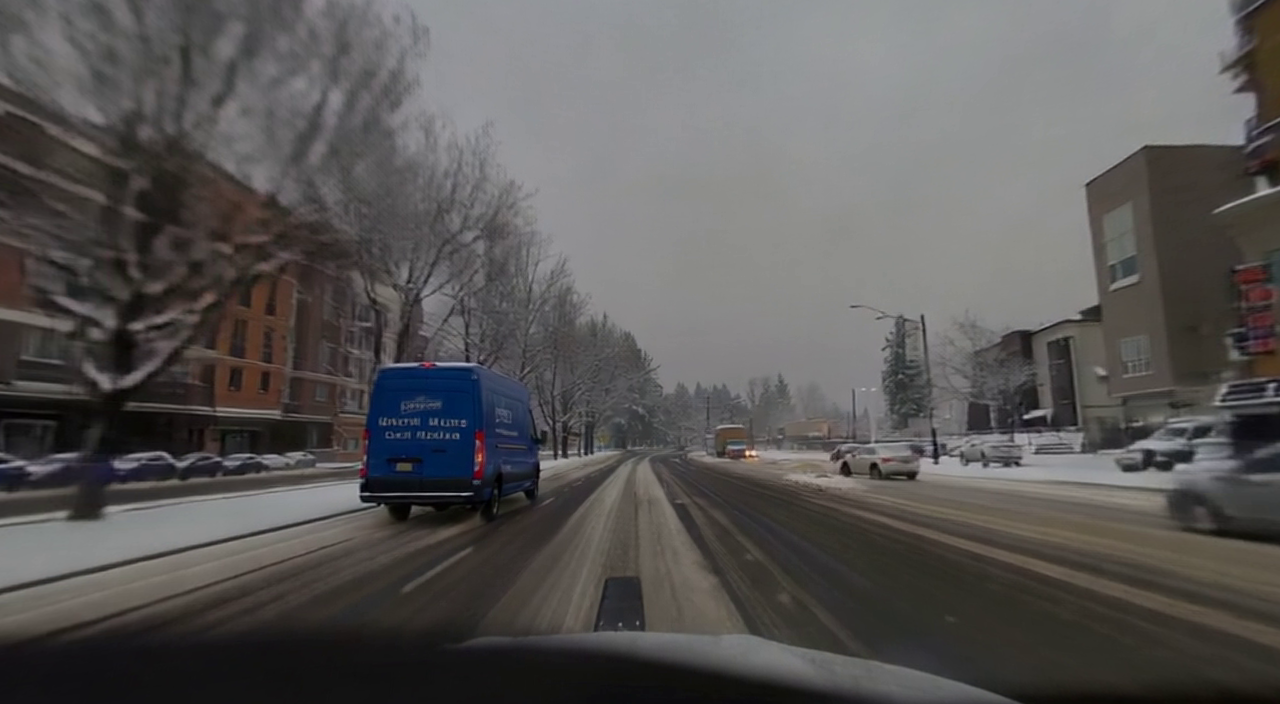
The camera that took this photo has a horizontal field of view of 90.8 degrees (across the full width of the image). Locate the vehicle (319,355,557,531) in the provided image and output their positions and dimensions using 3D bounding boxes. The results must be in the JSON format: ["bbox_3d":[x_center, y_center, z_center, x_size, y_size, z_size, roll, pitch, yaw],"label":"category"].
[{"bbox_3d":[-3.924,2.061,14.549,2.763,2.974,7.562,0,-8,2],"label":"vehicle"}]

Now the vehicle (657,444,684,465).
[{"bbox_3d":[2.325,7.864,48.533,1.878,1.534,4.120,0,-8,0],"label":"vehicle"}]

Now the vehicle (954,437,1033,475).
[{"bbox_3d":[16.409,4.790,29.219,4.218,1.622,1.930,9,-12,-43],"label":"vehicle"}]

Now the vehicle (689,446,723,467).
[{"bbox_3d":[5.012,8.018,48.693,2.127,1.439,5.034,0,-8,0],"label":"vehicle"}]

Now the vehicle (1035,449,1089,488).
[{"bbox_3d":[16.241,4.422,24.346,1.519,1.364,3.372,-5,-10,33],"label":"vehicle"}]

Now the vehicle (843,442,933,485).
[{"bbox_3d":[9.202,4.160,23.801,1.850,1.477,3.520,0,-8,-2],"label":"vehicle"}]

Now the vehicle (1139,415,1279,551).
[{"bbox_3d":[9.122,1.690,8.153,1.766,1.725,4.221,0,-8,-2],"label":"vehicle"}]

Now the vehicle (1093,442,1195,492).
[{"bbox_3d":[16.869,3.754,21.093,4.141,1.486,1.900,7,-11,-42],"label":"vehicle"}]

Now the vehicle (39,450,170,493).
[{"bbox_3d":[-23.018,5.111,27.434,1.835,1.610,4.452,0,-8,-2],"label":"vehicle"}]

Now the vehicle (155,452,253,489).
[{"bbox_3d":[-23.029,6.247,33.610,1.869,1.724,4.505,0,-8,1],"label":"vehicle"}]

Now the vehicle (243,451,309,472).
[{"bbox_3d":[-28.497,8.562,49.657,1.878,1.476,4.847,-1,-9,7],"label":"vehicle"}]
